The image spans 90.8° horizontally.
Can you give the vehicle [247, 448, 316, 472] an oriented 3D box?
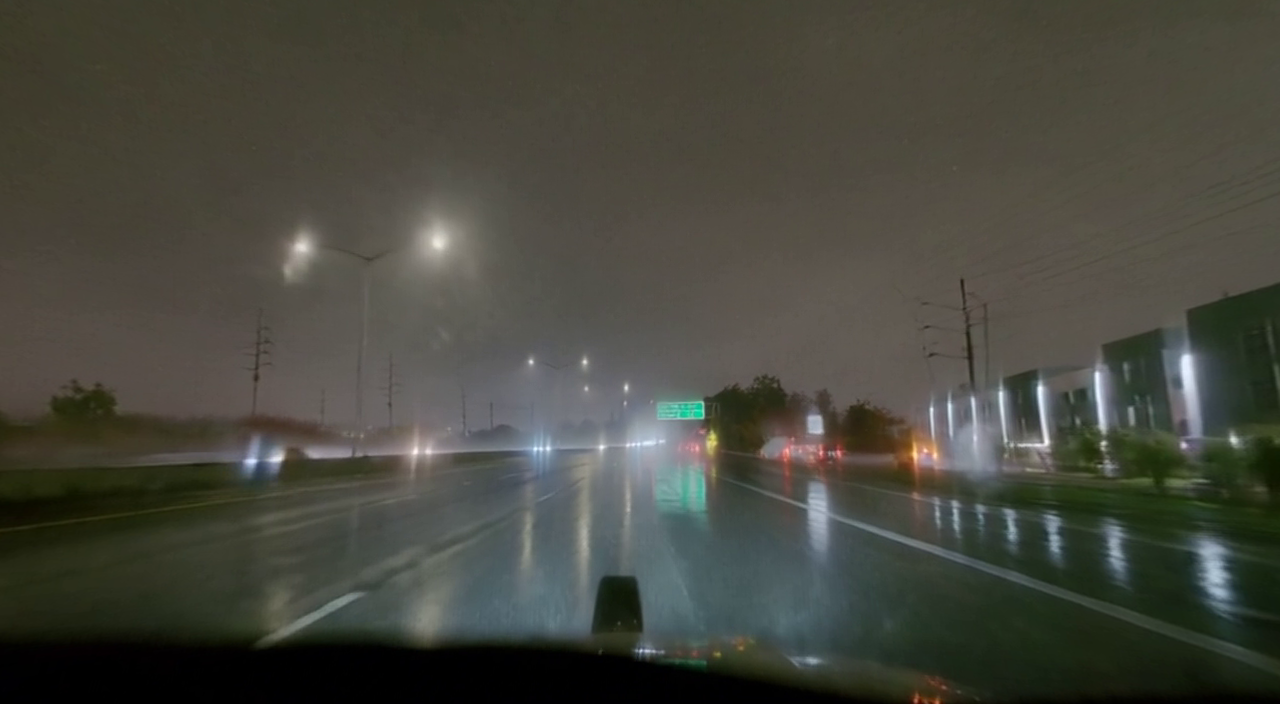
[{"bbox_3d":[-25.193,7.606,44.572,1.950,1.541,4.799,-1,-8,1],"label":"vehicle"}]
